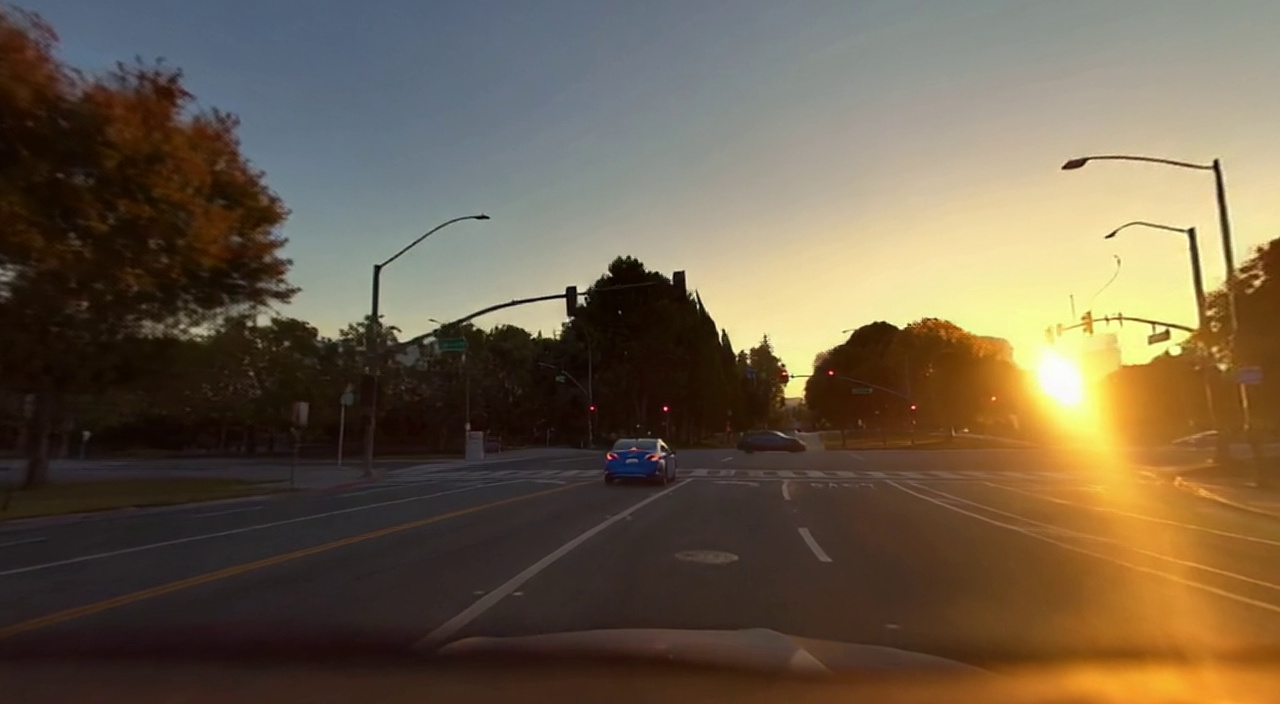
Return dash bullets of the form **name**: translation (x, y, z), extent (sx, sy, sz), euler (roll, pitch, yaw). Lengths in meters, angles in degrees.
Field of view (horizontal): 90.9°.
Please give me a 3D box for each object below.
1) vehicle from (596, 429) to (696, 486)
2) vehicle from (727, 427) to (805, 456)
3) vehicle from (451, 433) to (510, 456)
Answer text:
- **vehicle**: translation (0.313, 3.242, 19.622), extent (2.055, 1.573, 4.065), euler (-2, -9, 16)
- **vehicle**: translation (7.599, 5.445, 38.074), extent (4.406, 1.661, 1.857), euler (-3, -9, 17)
- **vehicle**: translation (-11.964, 6.991, 47.415), extent (3.952, 1.568, 1.788), euler (-4, -8, 15)
